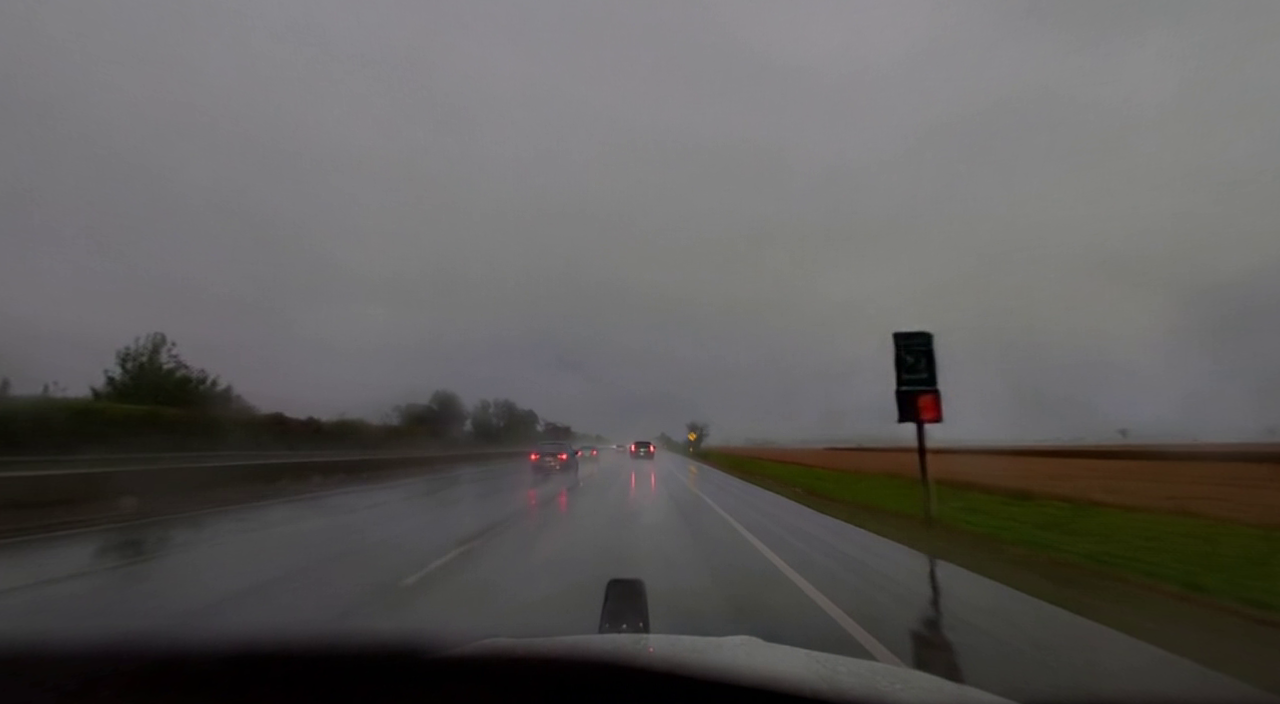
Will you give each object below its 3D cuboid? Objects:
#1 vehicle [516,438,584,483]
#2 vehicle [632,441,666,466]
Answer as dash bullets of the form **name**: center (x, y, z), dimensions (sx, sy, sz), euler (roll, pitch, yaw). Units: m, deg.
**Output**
- **vehicle**: center (-3.594, 4.424, 26.020), dimensions (2.028, 1.634, 4.441), euler (-1, -8, 2)
- **vehicle**: center (0.633, 7.100, 44.285), dimensions (2.259, 1.697, 4.106), euler (0, -8, 1)
